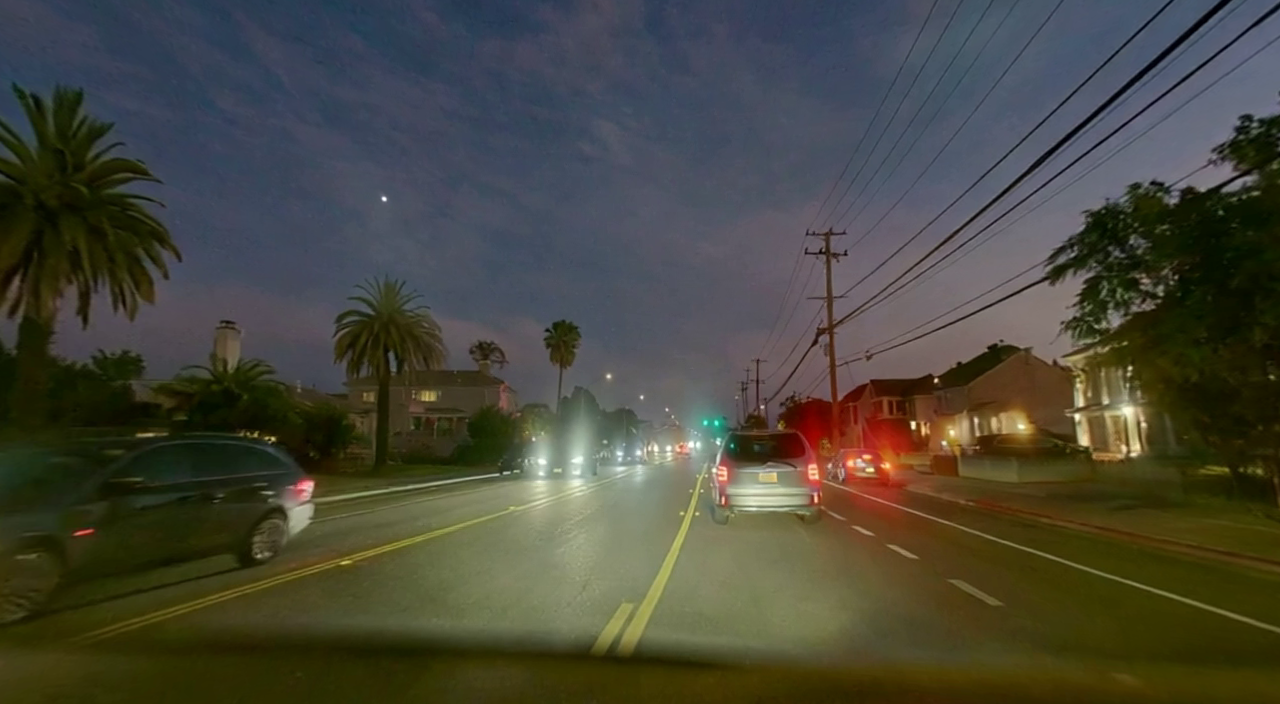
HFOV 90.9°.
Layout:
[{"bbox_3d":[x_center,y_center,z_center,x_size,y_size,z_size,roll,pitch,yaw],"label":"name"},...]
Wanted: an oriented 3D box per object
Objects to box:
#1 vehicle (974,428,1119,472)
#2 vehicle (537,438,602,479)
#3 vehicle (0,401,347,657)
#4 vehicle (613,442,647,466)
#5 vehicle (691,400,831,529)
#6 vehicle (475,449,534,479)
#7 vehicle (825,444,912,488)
[{"bbox_3d":[17.975,4.361,28.140,4.749,1.699,2.311,-3,-7,8],"label":"vehicle"},{"bbox_3d":[-3.093,4.822,28.732,1.948,1.706,4.407,-1,-8,7],"label":"vehicle"},{"bbox_3d":[-5.098,1.436,5.954,2.110,1.676,4.483,-1,-8,7],"label":"vehicle"},{"bbox_3d":[-0.677,7.493,46.565,1.965,1.653,4.251,-1,-8,7],"label":"vehicle"},{"bbox_3d":[2.186,2.132,12.415,2.168,2.040,4.527,-1,-8,6],"label":"vehicle"},{"bbox_3d":[-7.725,6.422,36.347,2.004,1.441,4.572,-4,-9,5],"label":"vehicle"},{"bbox_3d":[8.347,4.174,23.442,2.022,1.456,4.246,-1,-8,6],"label":"vehicle"}]
